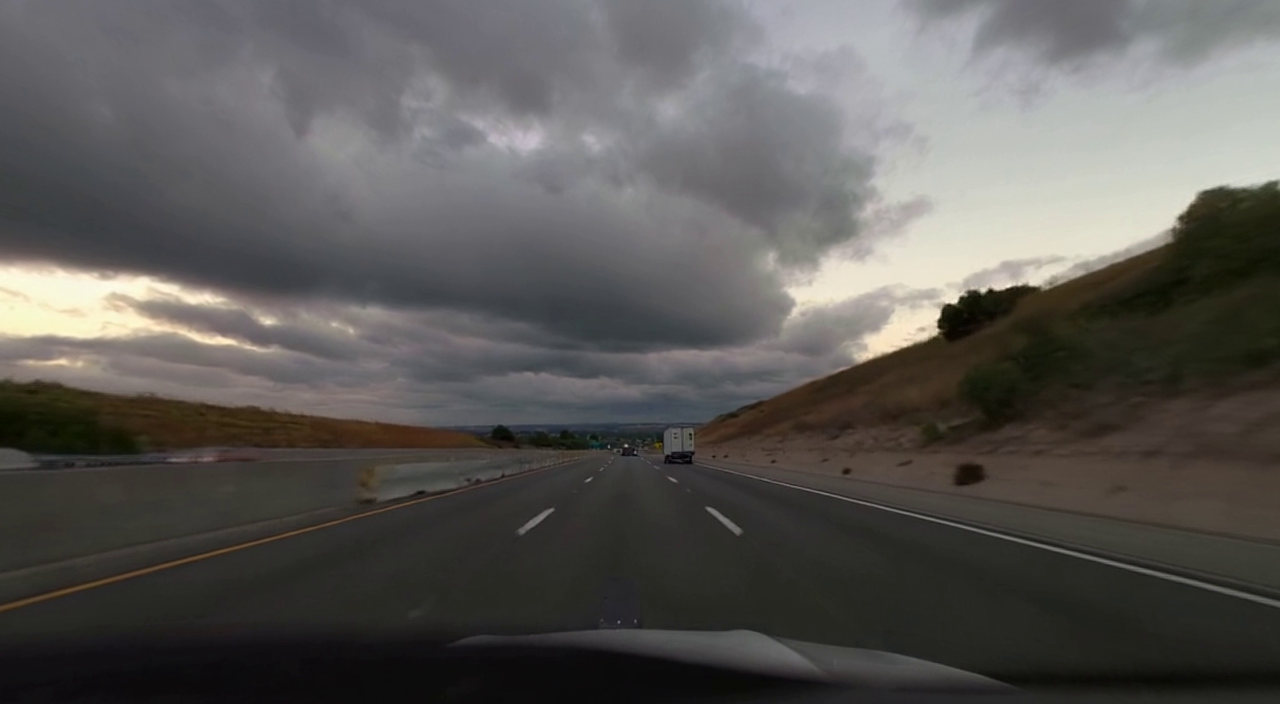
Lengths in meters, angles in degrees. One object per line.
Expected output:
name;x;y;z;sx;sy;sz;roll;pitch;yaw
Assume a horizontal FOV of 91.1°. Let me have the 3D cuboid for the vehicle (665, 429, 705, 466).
vehicle;3.364;7.337;48.323;2.527;2.682;4.082;0;-9;-3
